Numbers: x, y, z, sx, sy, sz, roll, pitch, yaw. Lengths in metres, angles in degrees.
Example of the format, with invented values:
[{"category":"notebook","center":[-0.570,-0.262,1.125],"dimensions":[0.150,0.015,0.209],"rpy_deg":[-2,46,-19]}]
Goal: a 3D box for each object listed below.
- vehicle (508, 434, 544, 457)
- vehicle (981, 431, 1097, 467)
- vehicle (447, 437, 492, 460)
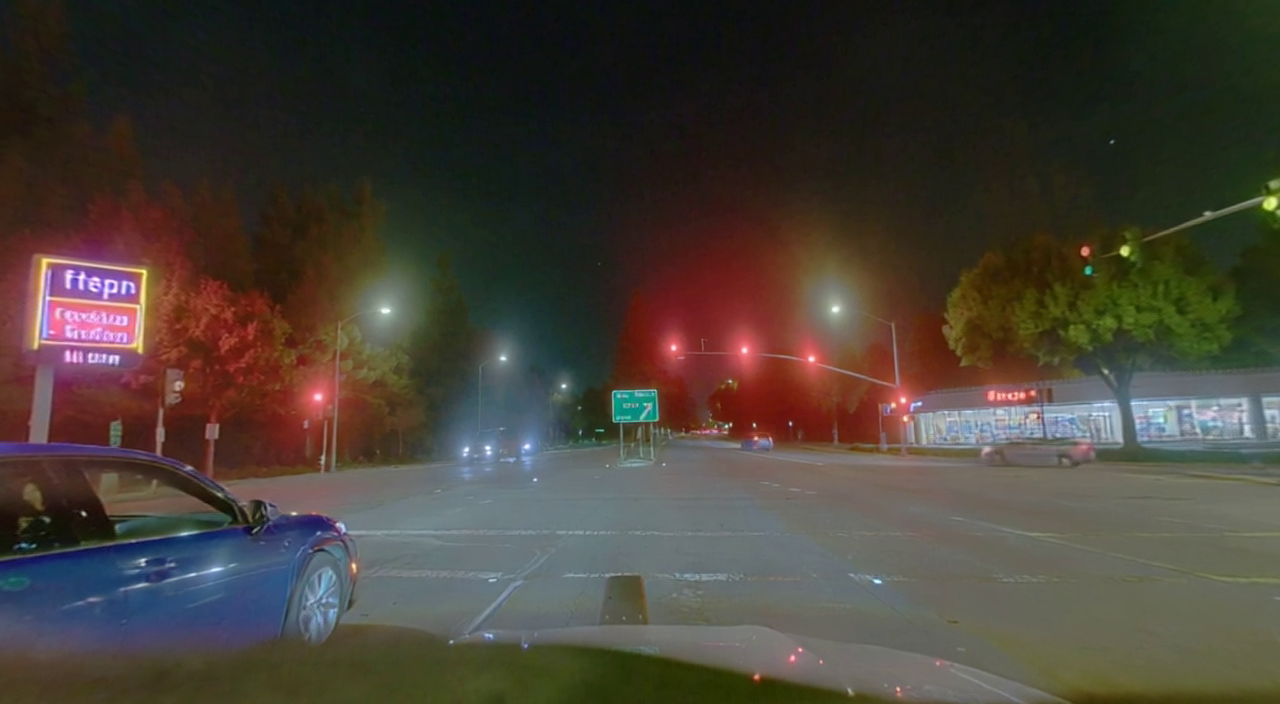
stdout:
[{"category":"vehicle","center":[-8.073,6.665,45.088],"dimensions":[1.920,1.546,4.086],"rpy_deg":[0,-9,-1]},{"category":"vehicle","center":[19.856,4.865,31.687],"dimensions":[4.667,1.664,1.936],"rpy_deg":[-5,-10,27]},{"category":"vehicle","center":[-11.794,6.688,43.894],"dimensions":[2.111,1.499,4.371],"rpy_deg":[0,-9,-3]}]
